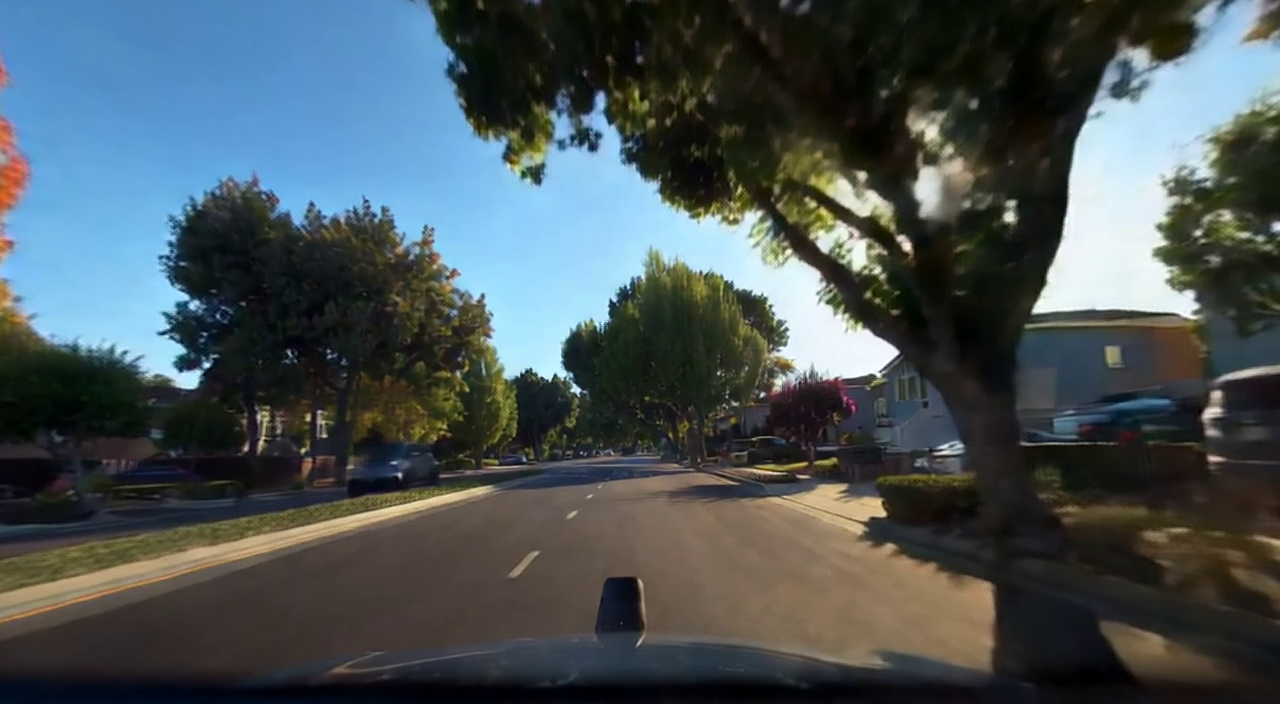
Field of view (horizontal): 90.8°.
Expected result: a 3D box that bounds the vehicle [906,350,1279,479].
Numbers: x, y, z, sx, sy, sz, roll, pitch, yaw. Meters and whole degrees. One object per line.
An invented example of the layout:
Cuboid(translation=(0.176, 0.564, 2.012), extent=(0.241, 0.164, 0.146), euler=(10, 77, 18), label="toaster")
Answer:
Cuboid(translation=(17.534, 2.523, 24.932), extent=(12.151, 4.157, 3.709), euler=(-1, -15, -6), label="vehicle")
